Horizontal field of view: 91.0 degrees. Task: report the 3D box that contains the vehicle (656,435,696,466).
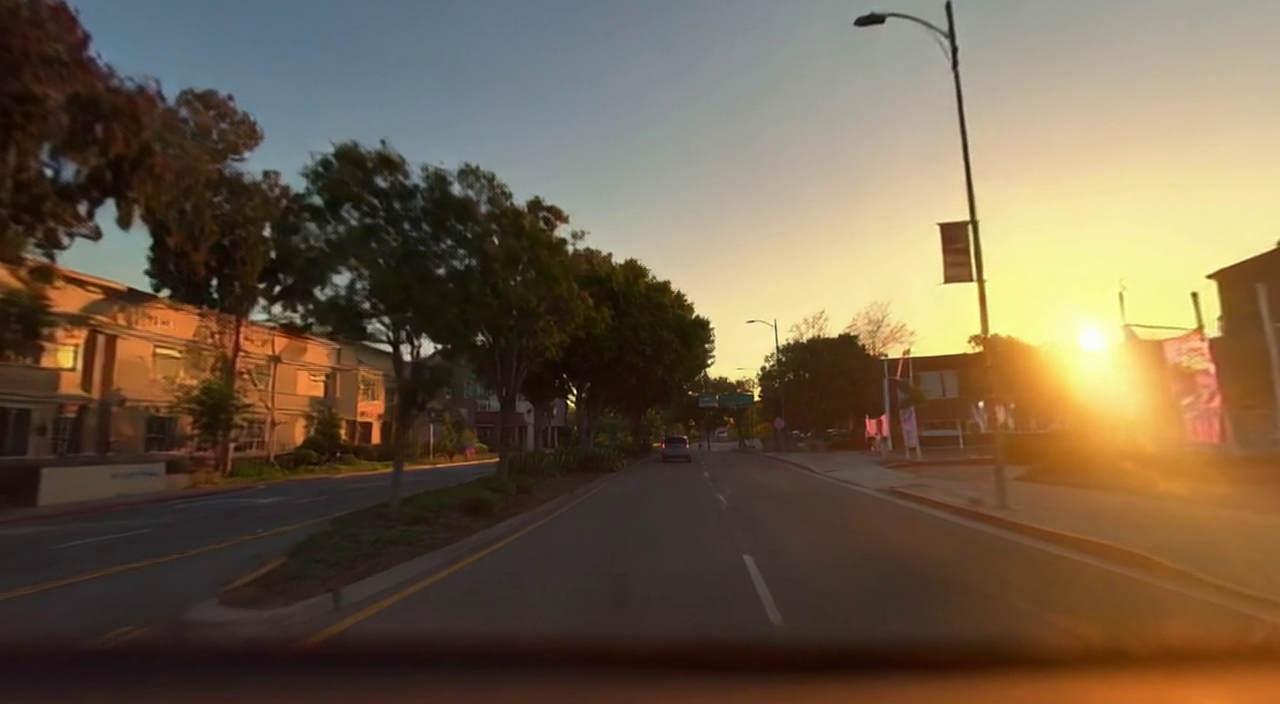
[{"bbox_3d":[2.272,6.061,38.827,2.235,1.719,4.292,1,-8,6],"label":"vehicle"}]
